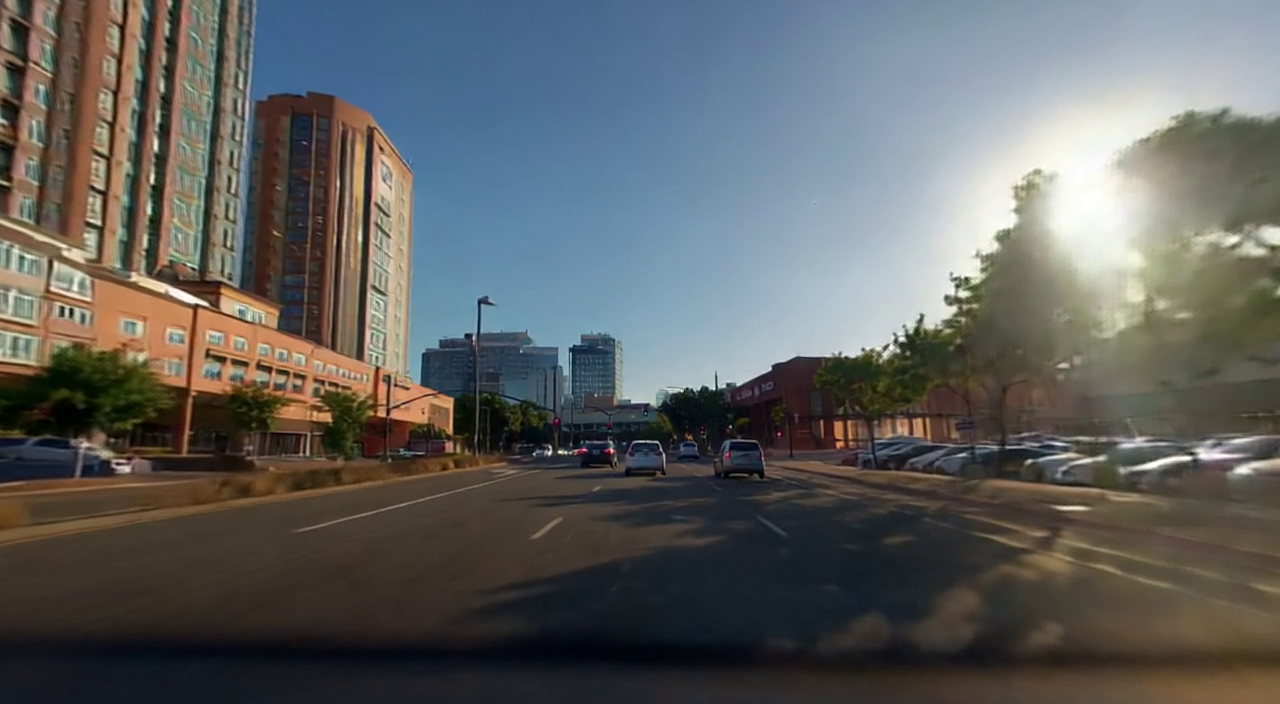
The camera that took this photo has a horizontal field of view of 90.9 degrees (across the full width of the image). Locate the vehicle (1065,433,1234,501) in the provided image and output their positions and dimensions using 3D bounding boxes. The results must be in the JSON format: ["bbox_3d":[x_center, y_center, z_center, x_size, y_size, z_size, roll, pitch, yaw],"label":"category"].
[{"bbox_3d":[13.991,3.083,17.294,4.232,1.627,2.054,5,-10,-29],"label":"vehicle"}]

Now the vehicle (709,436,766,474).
[{"bbox_3d":[4.590,4.908,30.256,2.007,1.683,4.171,0,-8,-1],"label":"vehicle"}]

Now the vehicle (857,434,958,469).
[{"bbox_3d":[15.174,5.652,35.952,4.775,1.728,1.996,-2,-9,0],"label":"vehicle"}]

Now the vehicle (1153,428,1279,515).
[{"bbox_3d":[14.013,2.610,14.233,4.288,1.695,2.014,4,-9,-27],"label":"vehicle"}]

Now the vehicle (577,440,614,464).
[{"bbox_3d":[-2.955,6.733,42.477,2.029,1.482,4.591,-1,-8,2],"label":"vehicle"}]

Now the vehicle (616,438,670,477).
[{"bbox_3d":[0.152,4.327,26.046,2.059,1.477,3.988,0,-8,1],"label":"vehicle"}]
